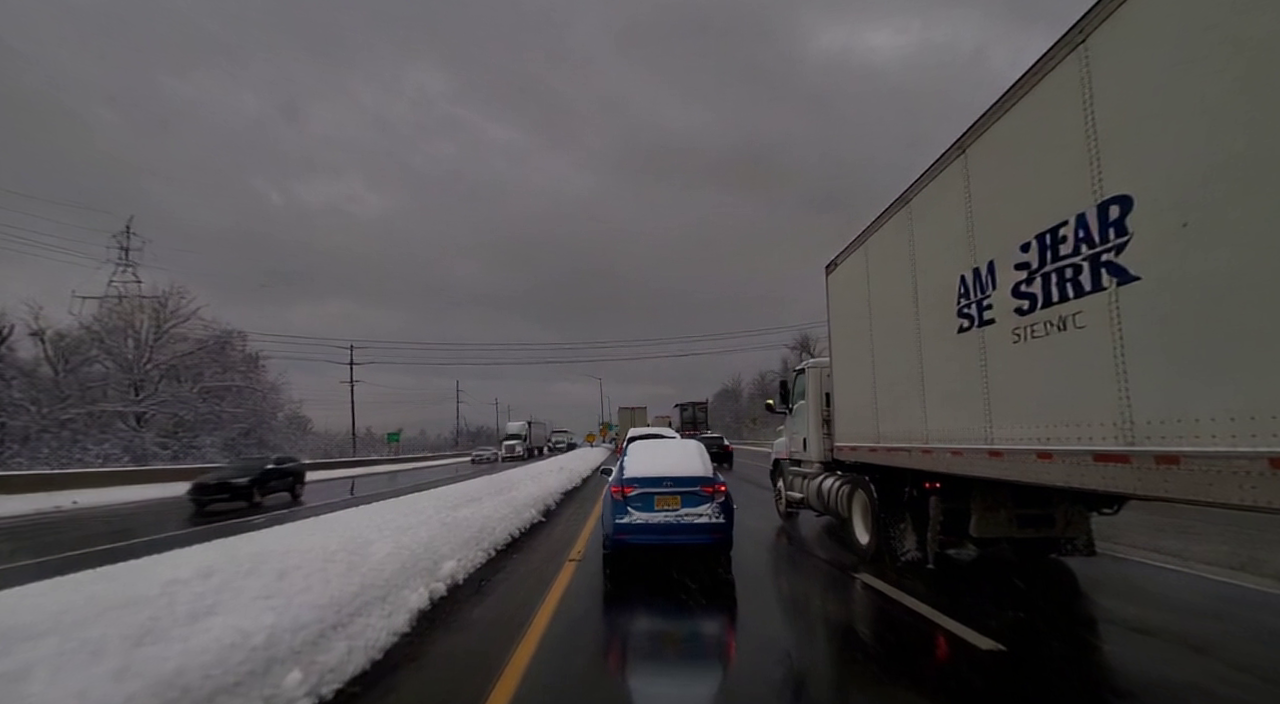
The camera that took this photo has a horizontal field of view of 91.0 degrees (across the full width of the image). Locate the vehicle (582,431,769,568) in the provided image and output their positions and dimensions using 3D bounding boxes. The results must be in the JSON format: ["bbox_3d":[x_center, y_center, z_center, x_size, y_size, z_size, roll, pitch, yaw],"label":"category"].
[{"bbox_3d":[0.331,1.867,8.728,2.045,1.446,3.597,0,-8,-2],"label":"vehicle"}]

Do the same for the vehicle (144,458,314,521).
[{"bbox_3d":[-11.777,3.925,18.508,1.914,1.478,4.597,-1,-8,0],"label":"vehicle"}]

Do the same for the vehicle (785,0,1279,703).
[{"bbox_3d":[4.126,-0.242,2.989,3.138,4.065,14.276,0,-8,-1],"label":"vehicle"}]
